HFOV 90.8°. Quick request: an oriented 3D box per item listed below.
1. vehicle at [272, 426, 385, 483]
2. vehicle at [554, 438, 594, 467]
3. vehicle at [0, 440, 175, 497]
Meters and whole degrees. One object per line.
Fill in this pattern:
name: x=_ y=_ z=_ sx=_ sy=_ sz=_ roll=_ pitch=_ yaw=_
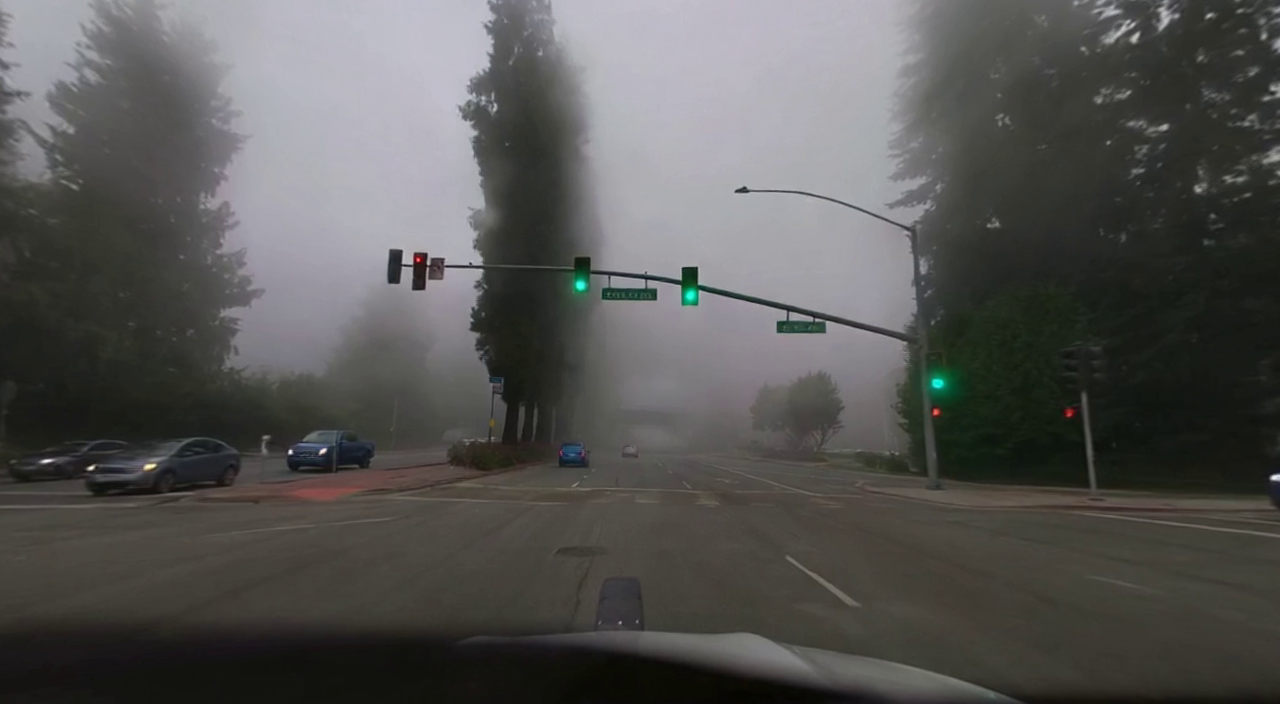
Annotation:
vehicle: x=-12.786 y=4.224 z=26.410 sx=2.268 sy=2.038 sz=5.024 roll=-2 pitch=-8 yaw=-1
vehicle: x=-4.044 y=6.256 z=39.476 sx=2.042 sy=1.686 sz=4.372 roll=0 pitch=-9 yaw=0
vehicle: x=-16.227 y=3.395 z=18.810 sx=1.798 sy=1.504 sz=3.803 roll=0 pitch=-9 yaw=0
